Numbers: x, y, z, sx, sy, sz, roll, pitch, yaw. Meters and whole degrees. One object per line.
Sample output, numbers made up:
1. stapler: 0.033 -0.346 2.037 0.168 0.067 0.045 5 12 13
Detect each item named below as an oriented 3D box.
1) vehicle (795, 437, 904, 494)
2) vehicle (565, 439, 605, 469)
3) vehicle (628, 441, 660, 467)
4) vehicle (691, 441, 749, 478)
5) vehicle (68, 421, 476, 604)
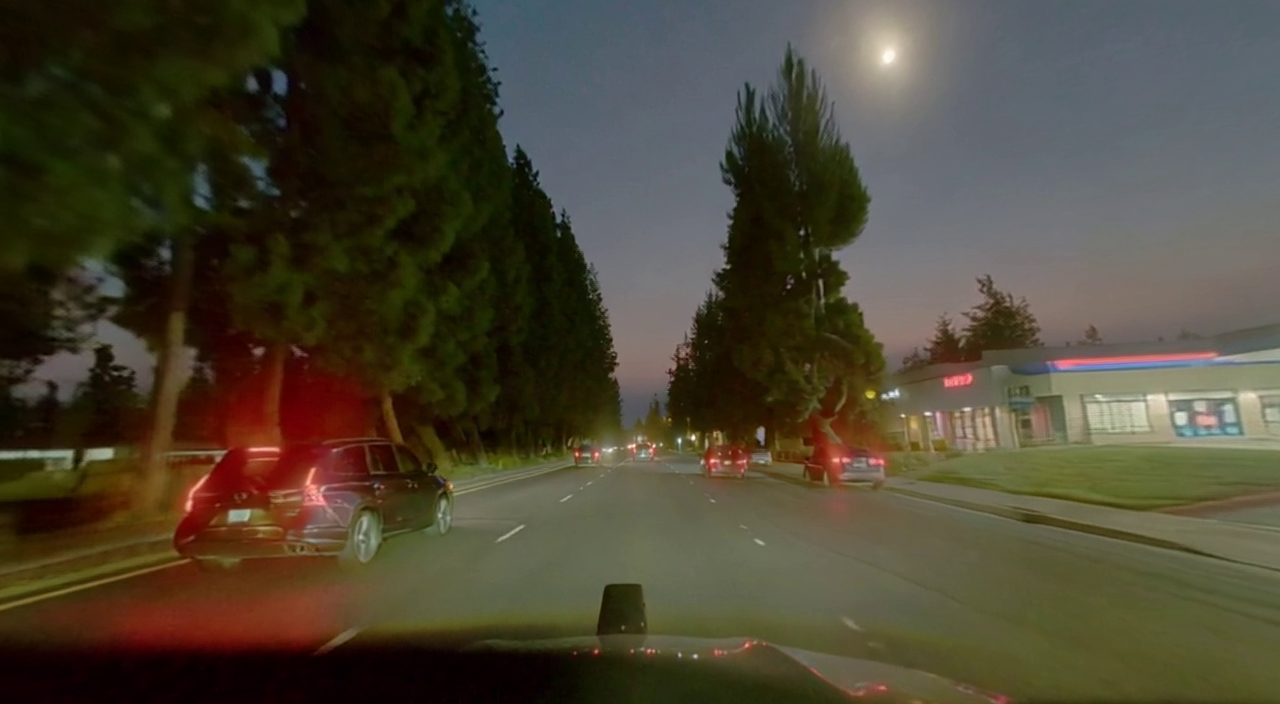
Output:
1. vehicle: 6.460 3.522 20.006 1.983 1.599 4.243 0 -8 0
2. vehicle: -3.361 6.339 39.381 2.051 1.747 4.370 0 -8 1
3. vehicle: 0.260 6.518 40.386 1.922 1.579 3.642 0 -8 0
4. vehicle: 3.496 4.767 28.258 2.010 1.486 4.498 0 -8 0
5. vehicle: -3.816 1.745 7.997 1.988 1.530 5.155 0 -8 1
